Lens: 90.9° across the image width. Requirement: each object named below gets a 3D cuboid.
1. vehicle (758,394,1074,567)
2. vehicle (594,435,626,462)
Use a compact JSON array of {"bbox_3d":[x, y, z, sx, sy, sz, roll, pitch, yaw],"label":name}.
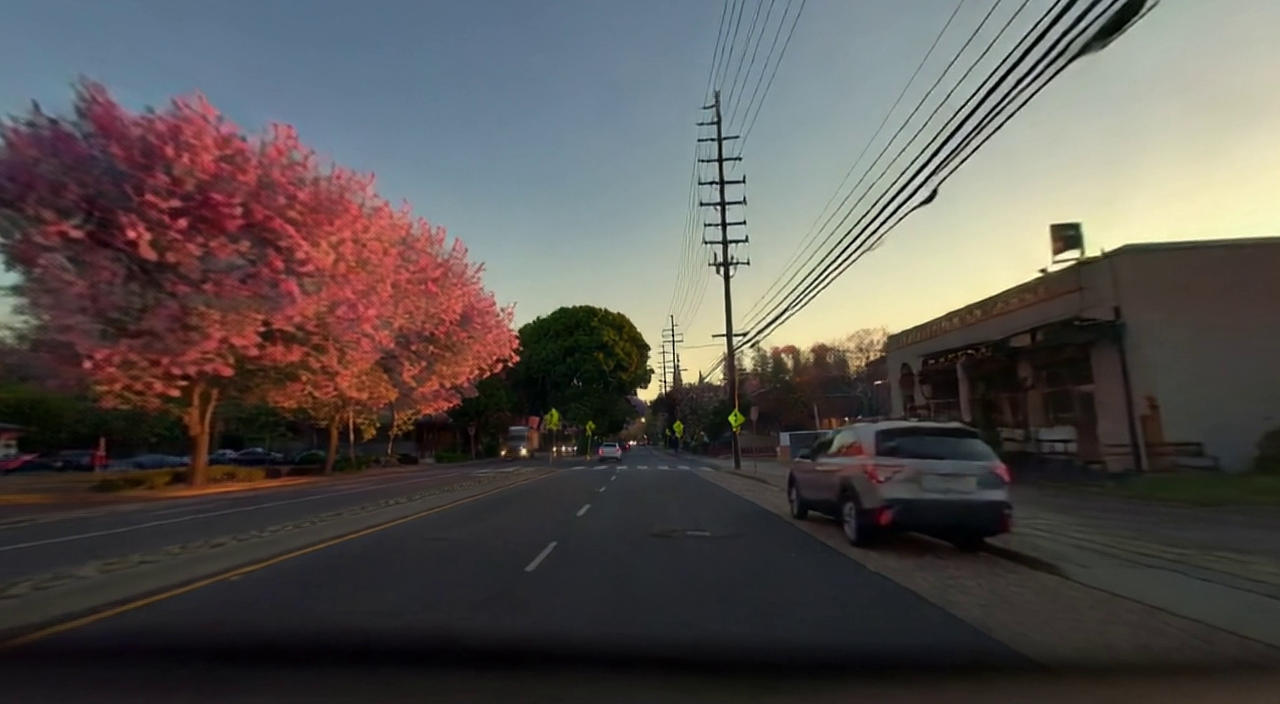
[{"bbox_3d":[3.609,1.850,9.937,2.280,1.904,5.779,0,-8,-1],"label":"vehicle"},{"bbox_3d":[-2.251,7.397,48.296,2.202,1.961,4.980,0,-8,0],"label":"vehicle"}]
